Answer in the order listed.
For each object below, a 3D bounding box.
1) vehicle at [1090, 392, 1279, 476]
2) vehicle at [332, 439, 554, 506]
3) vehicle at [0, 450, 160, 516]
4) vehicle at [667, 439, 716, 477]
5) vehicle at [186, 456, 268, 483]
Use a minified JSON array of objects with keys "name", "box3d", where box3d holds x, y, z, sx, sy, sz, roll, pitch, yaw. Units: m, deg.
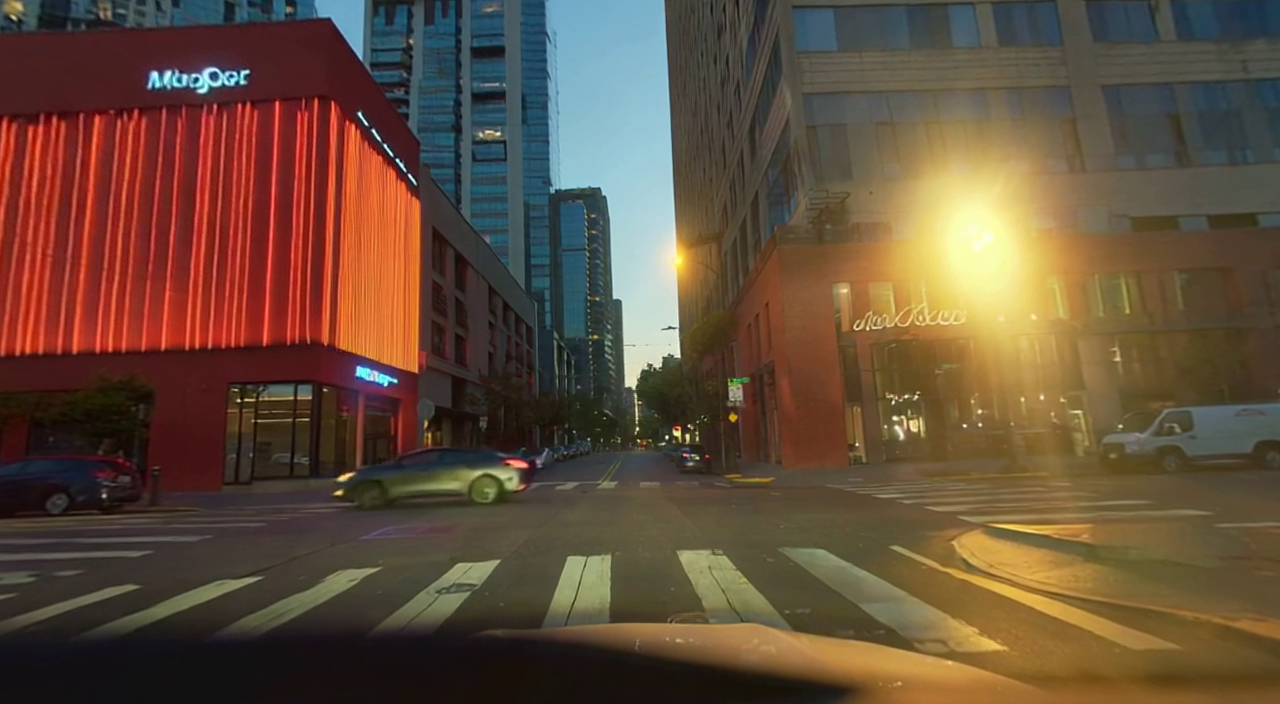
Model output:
[{"name":"vehicle","box3d":[18.545,2.722,20.911,5.384,2.586,2.358,0,-9,-1]},{"name":"vehicle","box3d":[-4.597,2.908,15.552,4.877,1.482,2.041,1,-9,-7]},{"name":"vehicle","box3d":[-16.147,3.486,17.076,4.558,1.635,2.008,1,-9,-6]},{"name":"vehicle","box3d":[2.440,5.154,30.923,1.917,1.680,4.500,0,-9,-1]},{"name":"vehicle","box3d":[-24.242,6.891,37.173,3.618,1.412,1.587,-1,-9,-7]}]
